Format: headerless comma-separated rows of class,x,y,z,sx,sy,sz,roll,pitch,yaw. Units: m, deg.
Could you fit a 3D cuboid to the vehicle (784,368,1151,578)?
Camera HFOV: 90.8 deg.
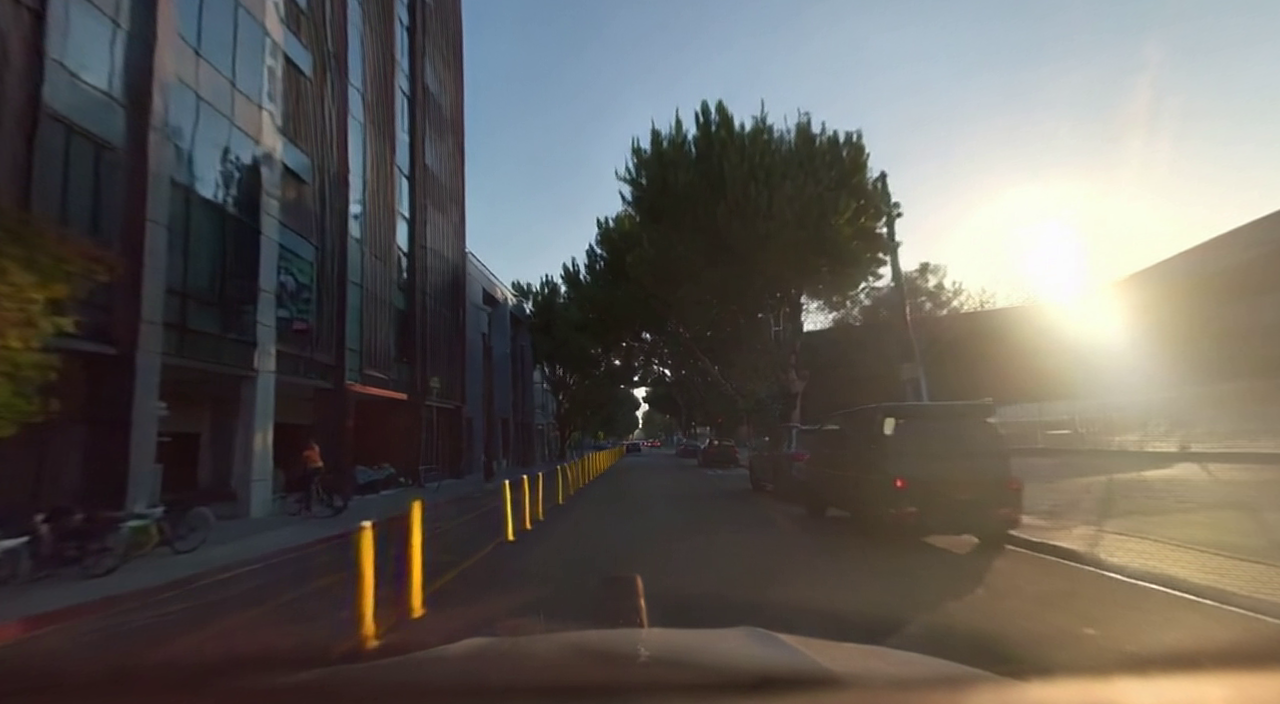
vehicle,3.498,1.442,8.175,2.127,1.864,4.892,-1,-8,1

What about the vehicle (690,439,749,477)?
vehicle,3.360,4.558,27.544,1.963,1.445,4.948,-1,-8,1
